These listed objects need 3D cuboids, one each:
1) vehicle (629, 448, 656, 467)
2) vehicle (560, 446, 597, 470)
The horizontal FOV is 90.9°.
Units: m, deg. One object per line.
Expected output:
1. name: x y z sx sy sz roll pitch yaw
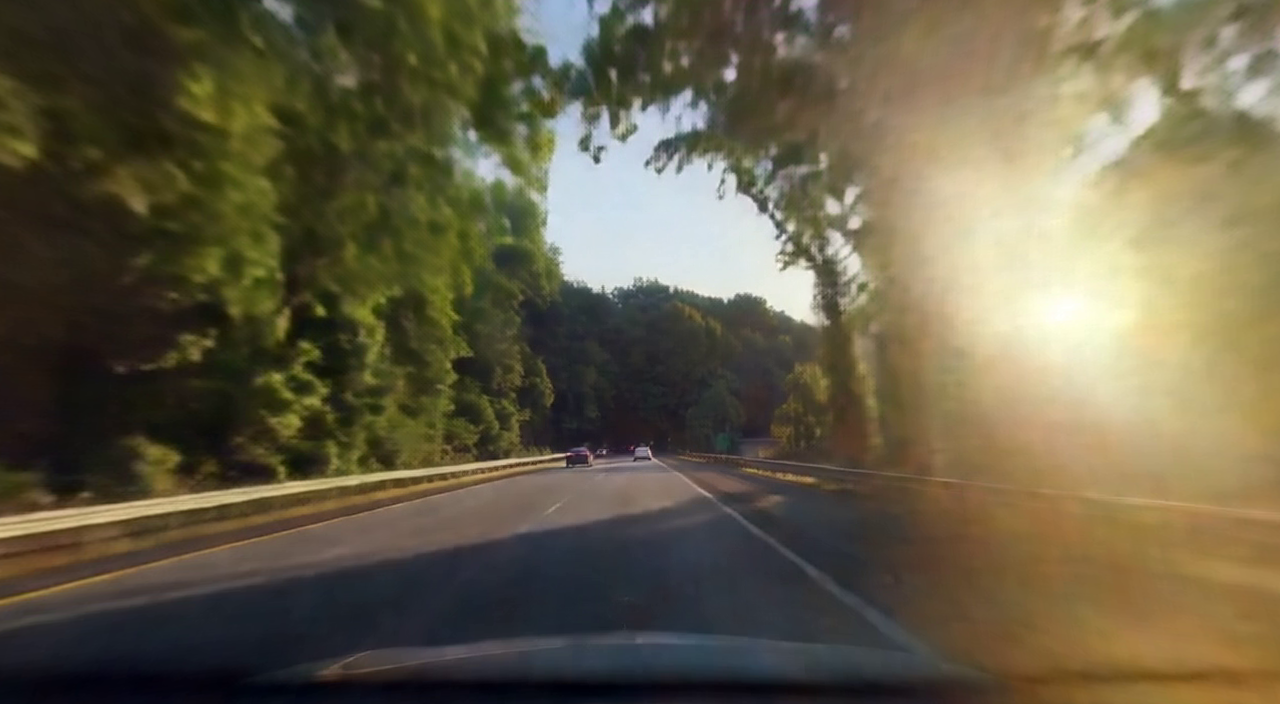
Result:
1. vehicle: 0.204 8.094 48.514 1.989 1.402 3.831 0 -9 0
2. vehicle: -4.188 7.295 43.490 2.112 1.498 4.117 0 -9 0
